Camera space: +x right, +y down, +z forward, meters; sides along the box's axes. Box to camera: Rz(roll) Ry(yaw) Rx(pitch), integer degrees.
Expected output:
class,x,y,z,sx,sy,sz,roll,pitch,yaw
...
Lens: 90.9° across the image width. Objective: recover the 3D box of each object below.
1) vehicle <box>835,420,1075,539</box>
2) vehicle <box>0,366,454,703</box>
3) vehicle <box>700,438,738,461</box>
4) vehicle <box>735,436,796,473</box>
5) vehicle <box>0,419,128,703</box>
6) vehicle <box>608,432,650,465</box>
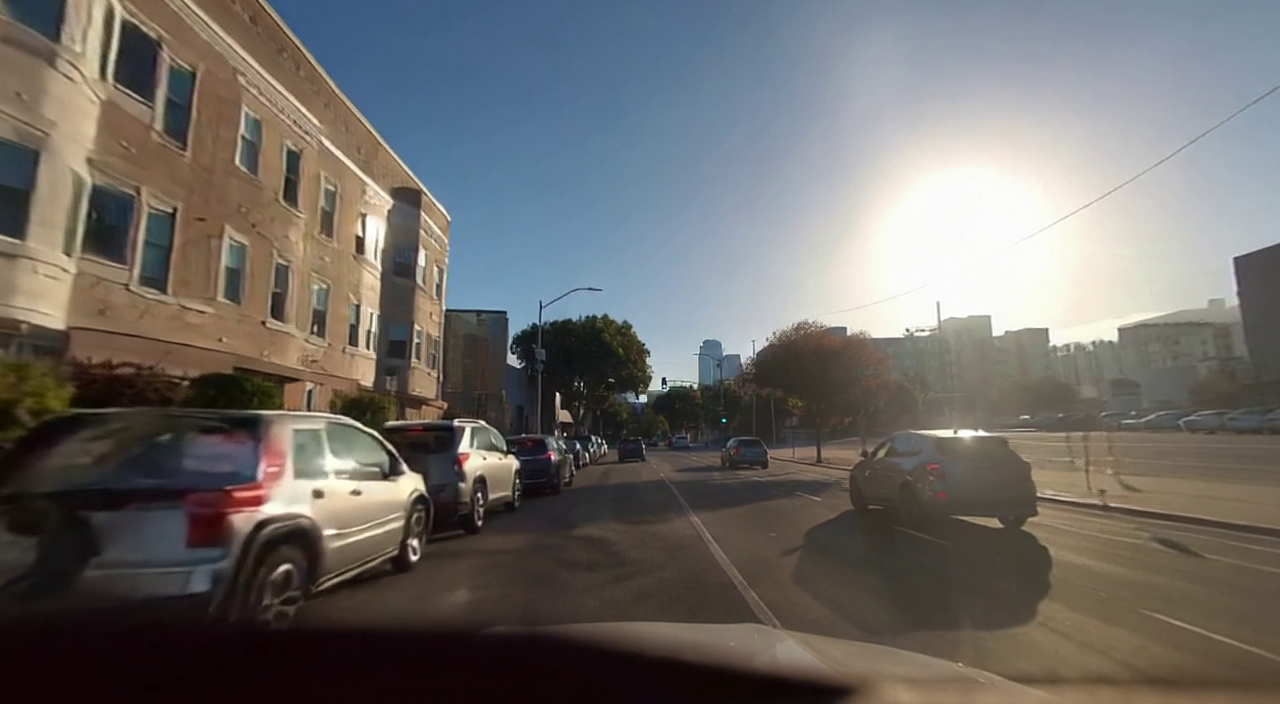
class,x,y,z,sx,sy,sz,roll,pitch,yaw
vehicle,4.957,2.050,10.745,1.891,1.599,4.173,0,-8,0
vehicle,-3.227,1.238,5.239,1.951,1.671,4.615,0,-8,0
vehicle,5.272,6.580,42.558,1.917,1.467,4.452,0,-8,-1
vehicle,5.274,4.369,26.943,1.799,1.463,3.464,0,-8,-2
vehicle,-3.088,0.675,0.229,1.957,1.435,4.662,0,-8,-1
vehicle,-0.584,5.212,34.108,2.122,1.689,3.885,0,-8,0
